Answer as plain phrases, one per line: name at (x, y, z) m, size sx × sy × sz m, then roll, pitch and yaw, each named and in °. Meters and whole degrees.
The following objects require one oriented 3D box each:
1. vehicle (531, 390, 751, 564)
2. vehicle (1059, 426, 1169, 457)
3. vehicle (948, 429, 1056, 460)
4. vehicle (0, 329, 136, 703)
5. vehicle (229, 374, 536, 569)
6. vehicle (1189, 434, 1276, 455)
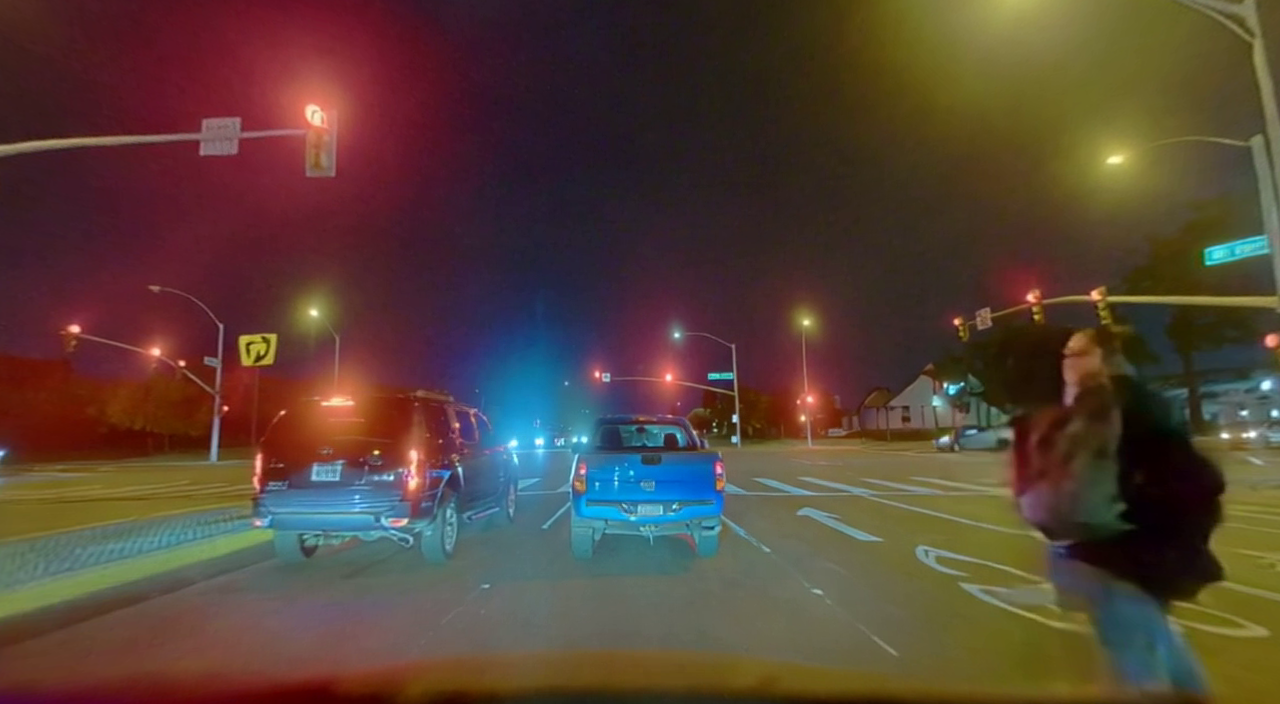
vehicle at (-0.042, 1.600, 8.726) m, size 2.204 × 1.738 × 4.690 m, roll 0°, pitch -8°, yaw -1°
vehicle at (27.983, 5.320, 37.139) m, size 4.849 × 1.759 × 2.041 m, roll 0°, pitch -8°, yaw -3°
vehicle at (19.362, 4.984, 33.693) m, size 4.624 × 1.601 × 1.871 m, roll 0°, pitch -8°, yaw -3°
vehicle at (-3.366, 0.530, 0.608) m, size 2.006 × 1.707 × 4.448 m, roll 0°, pitch -8°, yaw 0°
vehicle at (-2.941, 1.529, 8.698) m, size 2.220 × 1.926 × 4.870 m, roll 0°, pitch -8°, yaw -1°
vehicle at (41.930, 6.569, 44.484) m, size 4.396 × 1.479 × 1.778 m, roll 0°, pitch -8°, yaw -2°
